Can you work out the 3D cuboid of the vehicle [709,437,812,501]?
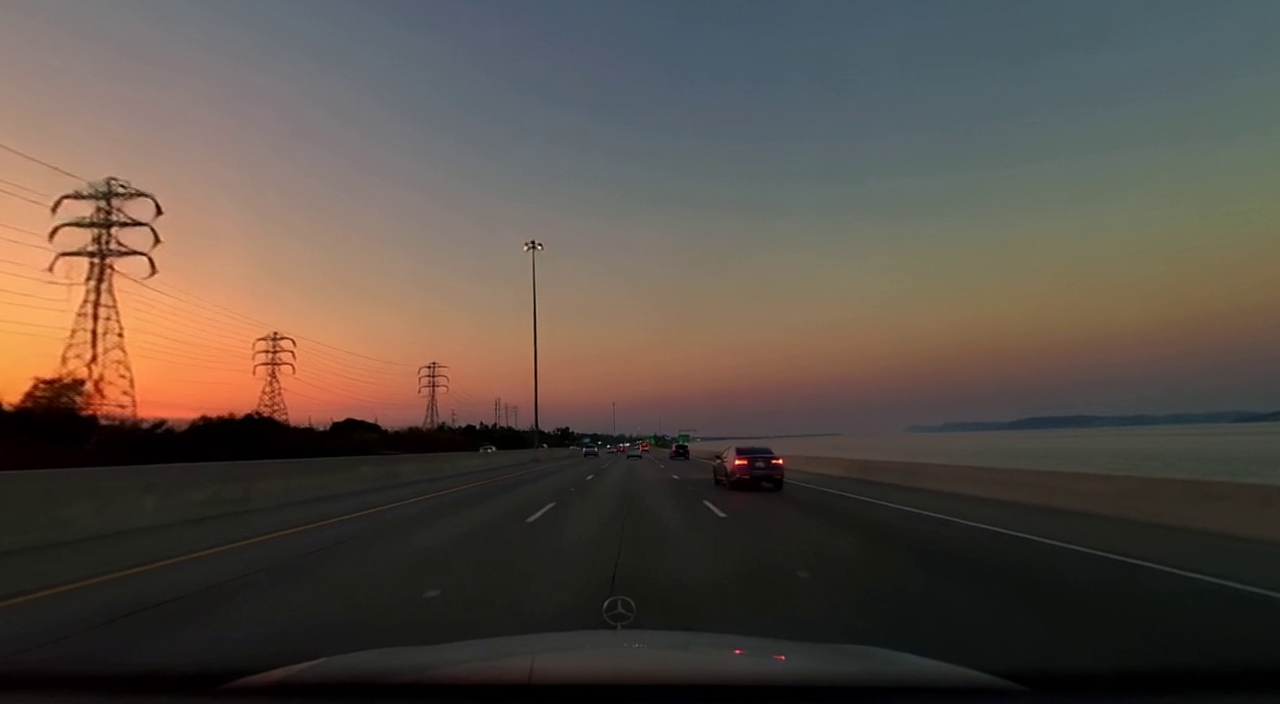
[{"bbox_3d":[3.117,3.109,17.272,1.890,1.490,4.373,0,-8,-1],"label":"vehicle"}]
